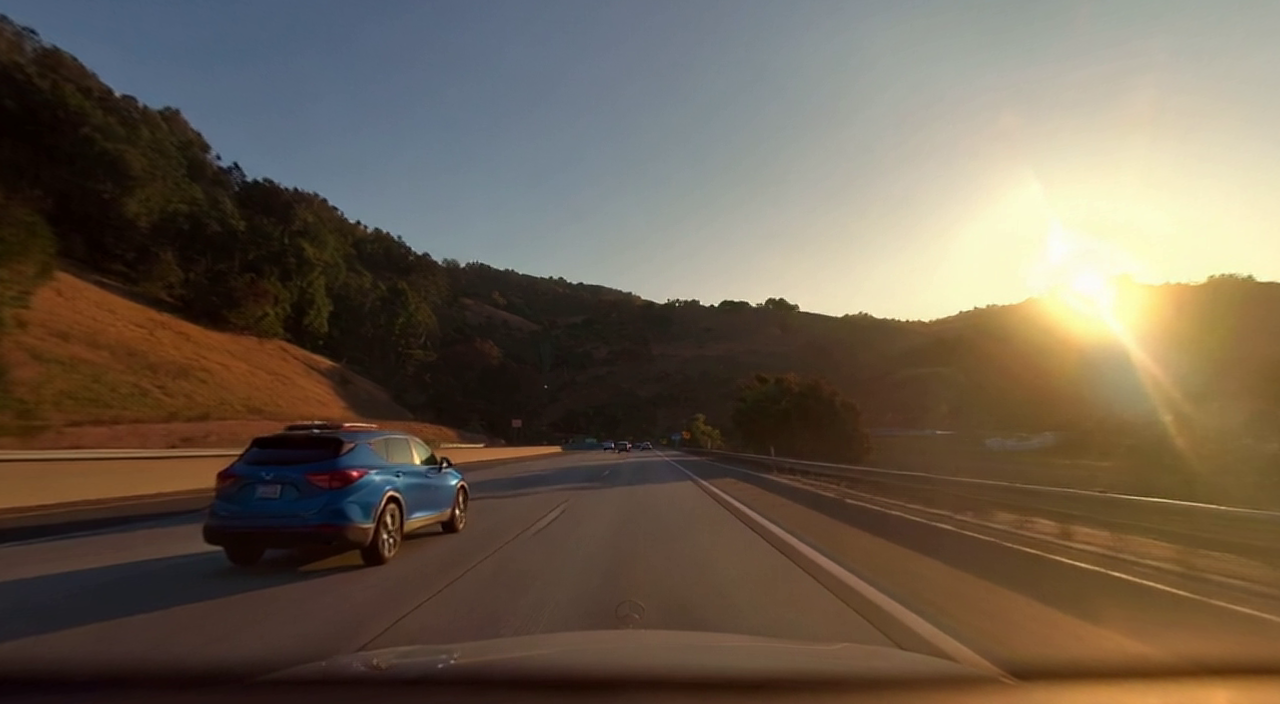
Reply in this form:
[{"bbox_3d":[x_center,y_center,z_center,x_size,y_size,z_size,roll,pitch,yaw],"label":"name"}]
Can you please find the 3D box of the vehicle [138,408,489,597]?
[{"bbox_3d":[-3.424,1.656,7.813,1.983,1.663,4.290,0,-9,1],"label":"vehicle"}]
